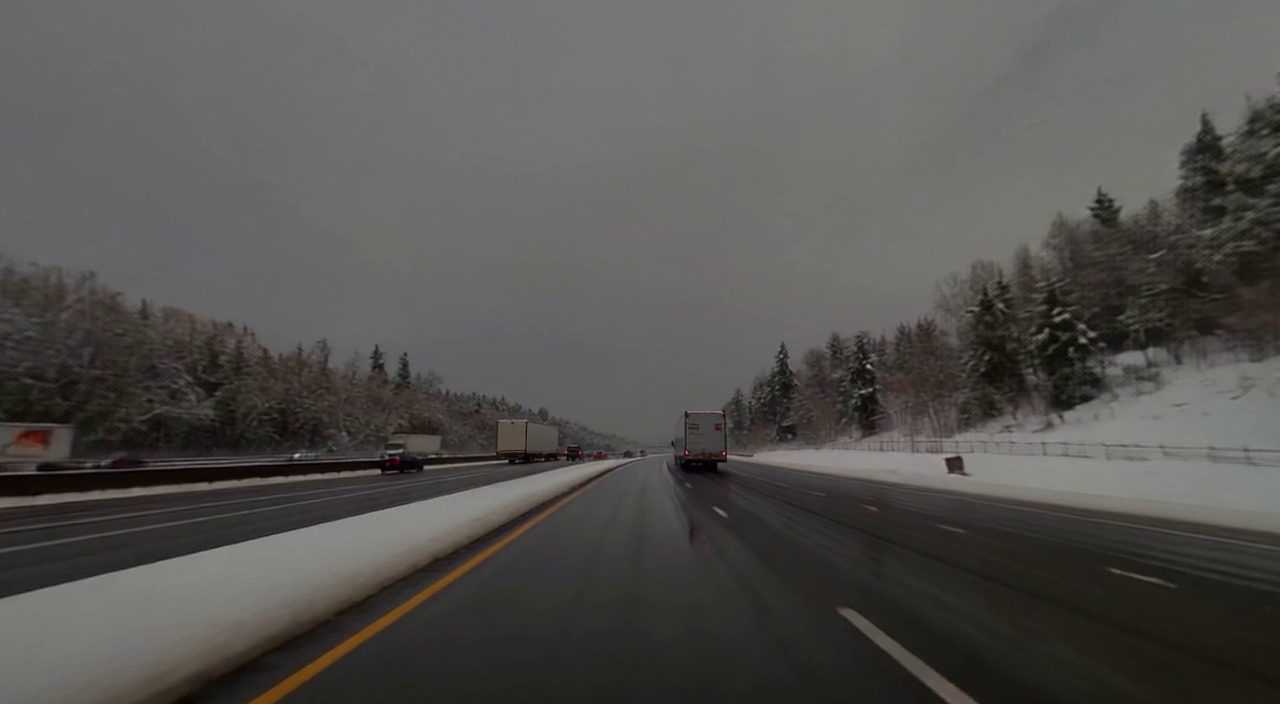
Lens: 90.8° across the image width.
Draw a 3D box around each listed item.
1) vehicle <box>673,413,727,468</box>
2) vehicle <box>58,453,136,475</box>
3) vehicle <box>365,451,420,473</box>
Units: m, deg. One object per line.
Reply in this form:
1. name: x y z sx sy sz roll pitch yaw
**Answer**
1. vehicle: 4.362 6.951 48.981 2.928 3.595 13.975 0 -9 1
2. vehicle: -40.051 8.261 46.662 1.714 1.471 4.288 -1 -9 3
3. vehicle: -16.790 7.449 42.953 1.833 1.438 4.011 -1 -9 5
